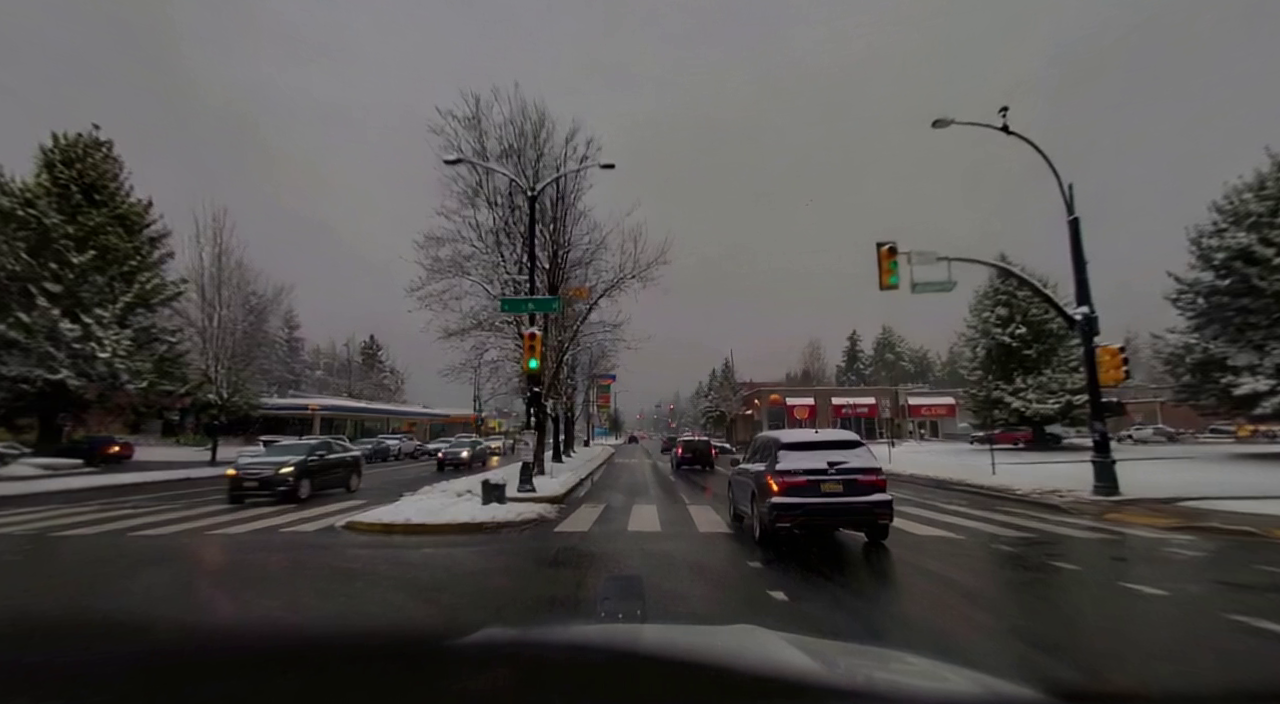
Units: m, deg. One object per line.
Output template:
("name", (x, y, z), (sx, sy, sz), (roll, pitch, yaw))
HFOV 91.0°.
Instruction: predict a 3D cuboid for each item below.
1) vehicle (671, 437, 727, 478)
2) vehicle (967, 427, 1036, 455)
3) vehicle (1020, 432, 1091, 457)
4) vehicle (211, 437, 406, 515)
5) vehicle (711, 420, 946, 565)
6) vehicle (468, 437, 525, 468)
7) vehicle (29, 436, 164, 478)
("vehicle", (2.501, 4.625, 27.839), (1.999, 1.679, 4.217), (0, -8, -1))
("vehicle", (24.652, 6.111, 43.118), (2.066, 1.817, 4.675), (0, -8, 2))
("vehicle", (28.177, 6.287, 42.841), (2.131, 1.561, 3.901), (0, -8, 0))
("vehicle", (-7.812, 2.937, 15.585), (2.057, 1.594, 4.983), (0, -8, 1))
("vehicle", (2.535, 2.044, 10.026), (2.183, 1.720, 4.842), (0, -8, -1))
("vehicle", (-7.704, 5.460, 34.279), (2.014, 1.566, 4.437), (0, -8, 1))
("vehicle", (-24.354, 4.696, 28.345), (4.174, 1.796, 1.933), (0, -8, -1))
